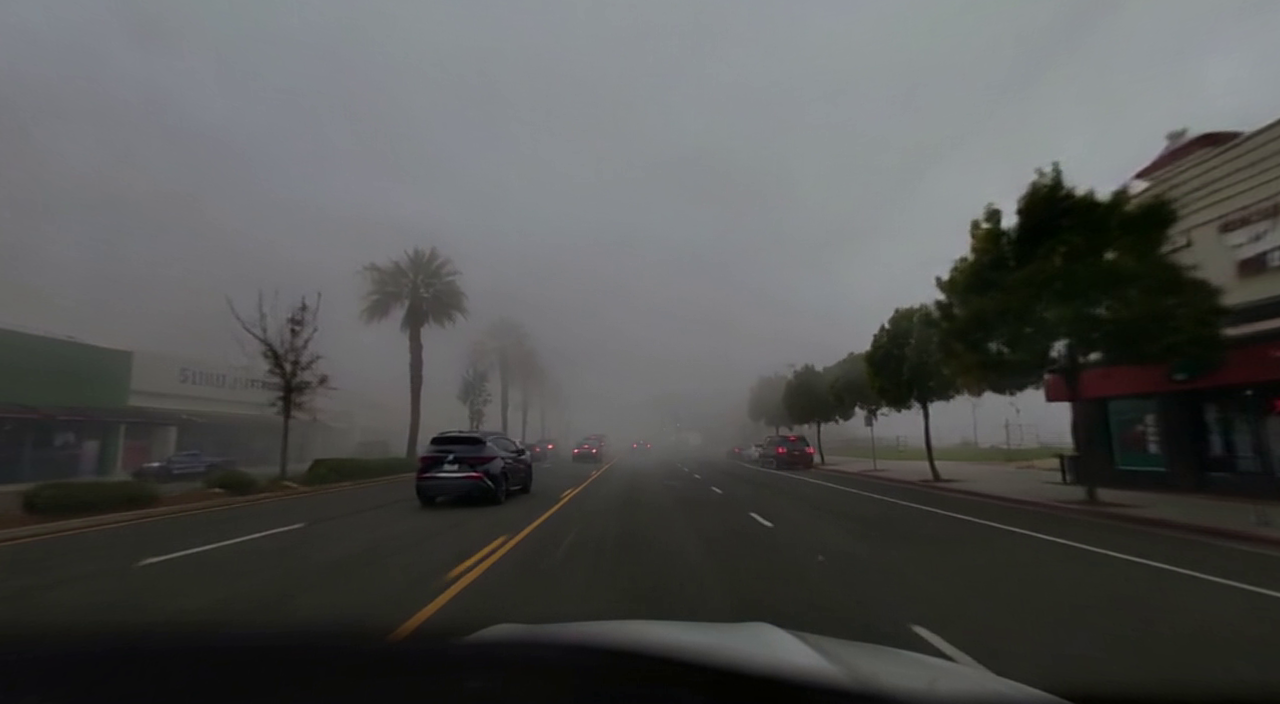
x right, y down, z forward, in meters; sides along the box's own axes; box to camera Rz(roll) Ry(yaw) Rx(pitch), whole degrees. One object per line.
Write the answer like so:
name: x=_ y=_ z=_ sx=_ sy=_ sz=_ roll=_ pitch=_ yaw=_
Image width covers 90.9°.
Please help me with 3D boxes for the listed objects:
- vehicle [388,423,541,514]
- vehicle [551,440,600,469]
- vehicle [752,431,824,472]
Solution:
vehicle: x=-3.524 y=2.431 z=13.567 sx=2.024 sy=1.636 sz=4.121 roll=0 pitch=-9 yaw=1
vehicle: x=-3.399 y=5.526 z=34.061 sx=2.044 sy=1.462 sz=4.624 roll=0 pitch=-9 yaw=1
vehicle: x=7.505 y=5.126 z=32.634 sx=2.256 sy=1.936 sz=5.838 roll=0 pitch=-9 yaw=0
